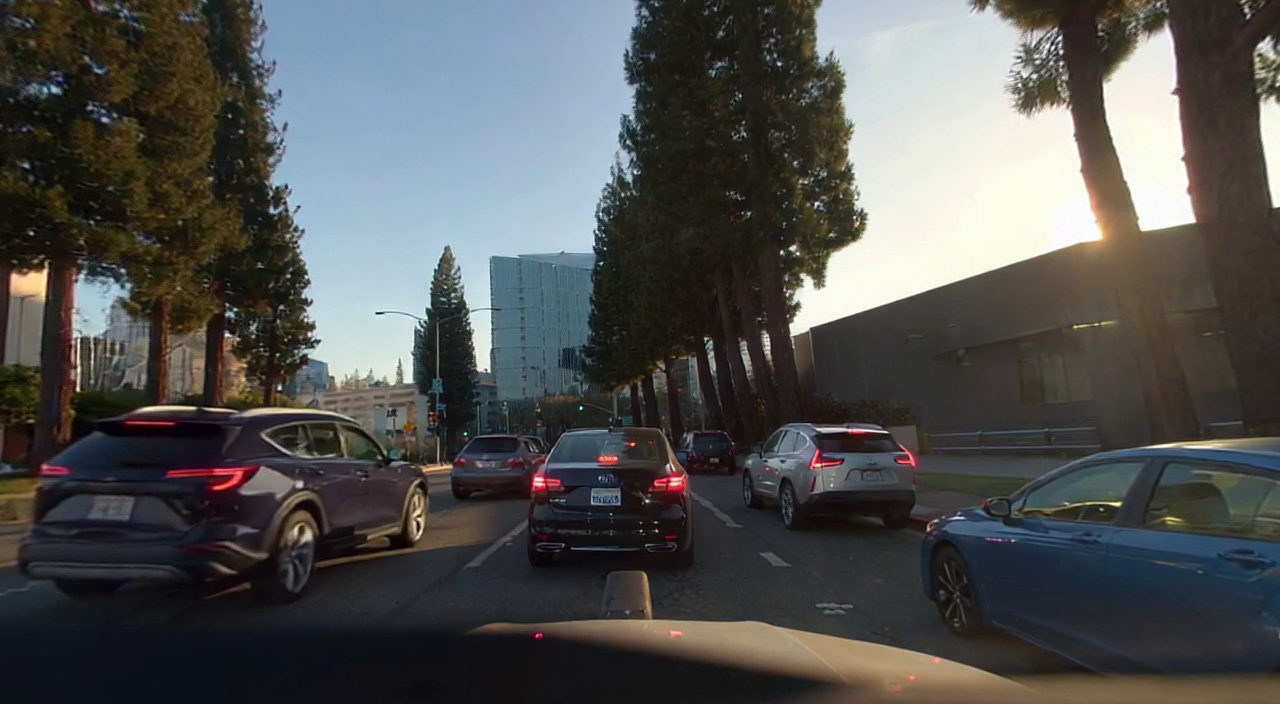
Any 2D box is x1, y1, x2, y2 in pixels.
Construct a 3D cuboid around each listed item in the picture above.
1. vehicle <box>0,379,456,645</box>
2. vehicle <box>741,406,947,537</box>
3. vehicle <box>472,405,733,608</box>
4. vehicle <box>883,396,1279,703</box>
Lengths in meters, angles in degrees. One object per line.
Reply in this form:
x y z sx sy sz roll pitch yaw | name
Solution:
-3.750 1.386 6.566 2.141 1.718 4.809 0 -8 1 | vehicle
3.340 2.085 11.539 2.117 1.879 4.715 0 -8 -1 | vehicle
-0.353 1.585 7.427 2.114 1.631 4.459 0 -8 -1 | vehicle
3.250 1.068 3.393 2.045 1.459 4.462 0 -8 -1 | vehicle
